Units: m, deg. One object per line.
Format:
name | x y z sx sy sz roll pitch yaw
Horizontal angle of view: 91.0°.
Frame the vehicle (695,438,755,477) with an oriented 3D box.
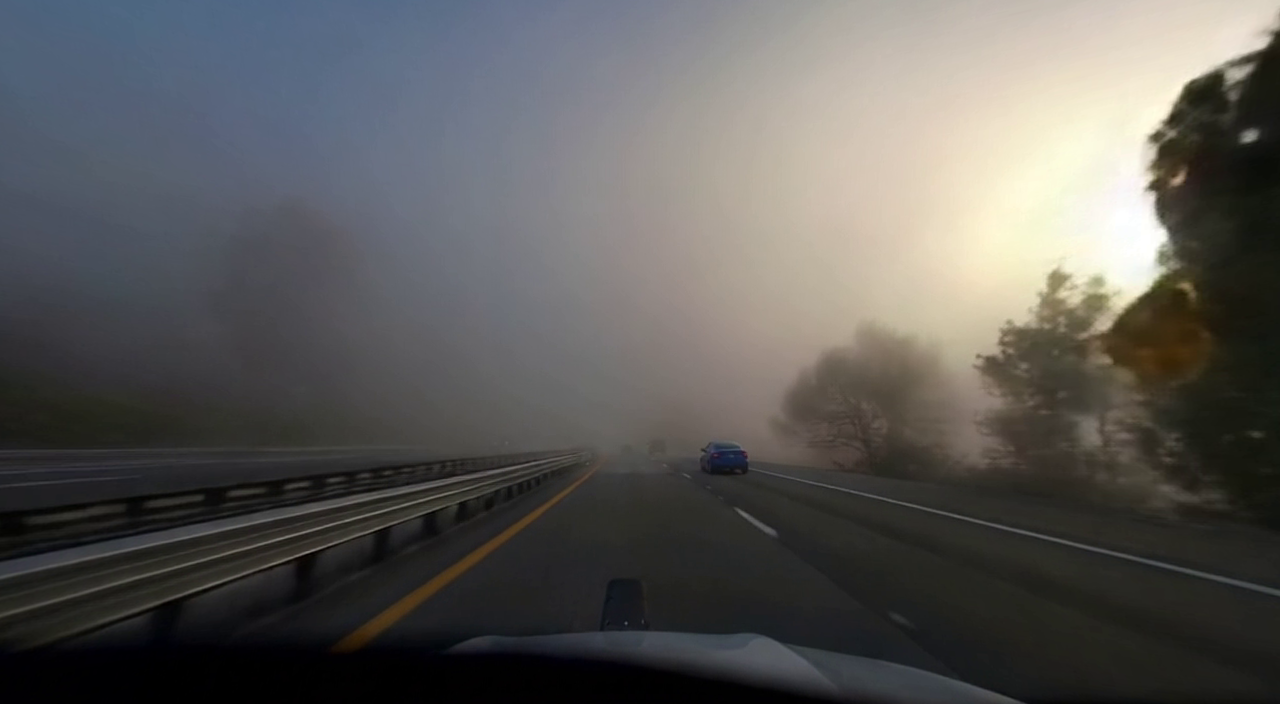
vehicle | 3.555 4.472 26.944 1.945 1.538 3.729 0 -8 -1
